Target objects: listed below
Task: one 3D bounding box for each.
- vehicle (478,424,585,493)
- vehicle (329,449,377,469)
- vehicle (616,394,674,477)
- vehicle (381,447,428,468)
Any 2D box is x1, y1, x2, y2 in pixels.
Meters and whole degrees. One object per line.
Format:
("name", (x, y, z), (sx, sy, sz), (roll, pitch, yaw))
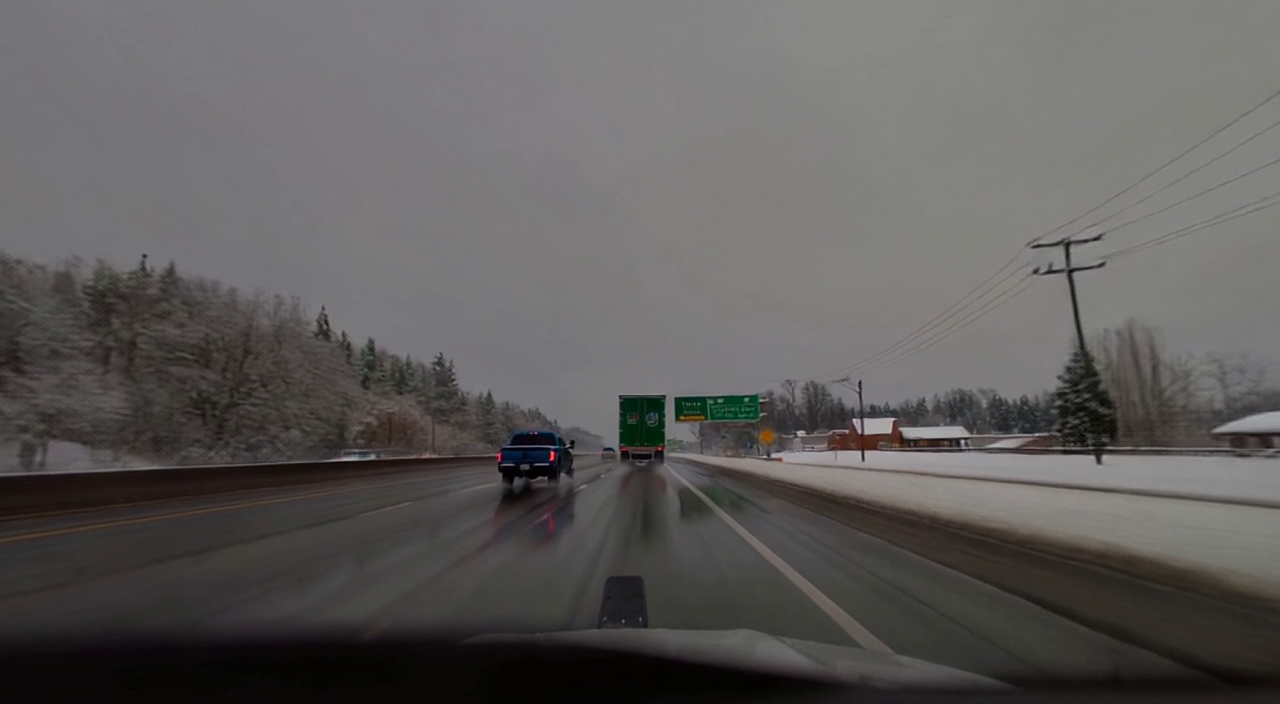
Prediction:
("vehicle", (-3.700, 3.846, 23.150), (2.749, 2.141, 6.515), (0, -8, 0))
("vehicle", (-21.930, 8.173, 48.327), (1.827, 1.471, 3.950), (0, -8, 1))
("vehicle", (0.304, 5.089, 37.889), (2.879, 4.085, 13.125), (0, -8, 0))
("vehicle", (-17.838, 7.995, 47.957), (1.903, 1.474, 4.223), (0, -8, 1))
